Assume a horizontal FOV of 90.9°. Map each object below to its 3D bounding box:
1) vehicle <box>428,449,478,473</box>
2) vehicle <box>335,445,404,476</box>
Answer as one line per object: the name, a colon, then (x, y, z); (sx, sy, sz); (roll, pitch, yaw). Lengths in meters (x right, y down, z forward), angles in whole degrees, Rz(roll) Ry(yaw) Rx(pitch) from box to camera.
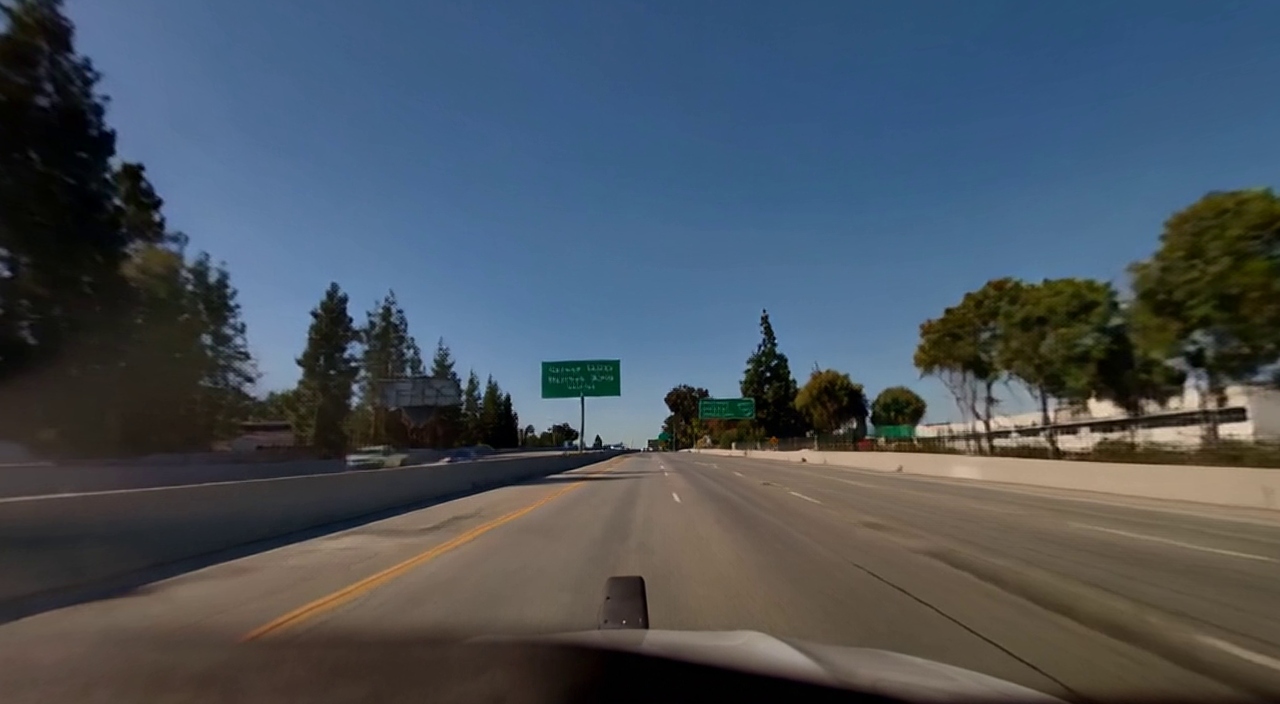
vehicle: (-12.315, 7.201, 41.844); (1.870, 1.451, 4.490); (0, -9, 1)
vehicle: (-16.560, 6.643, 38.860); (2.012, 1.768, 4.615); (-1, -9, 2)
